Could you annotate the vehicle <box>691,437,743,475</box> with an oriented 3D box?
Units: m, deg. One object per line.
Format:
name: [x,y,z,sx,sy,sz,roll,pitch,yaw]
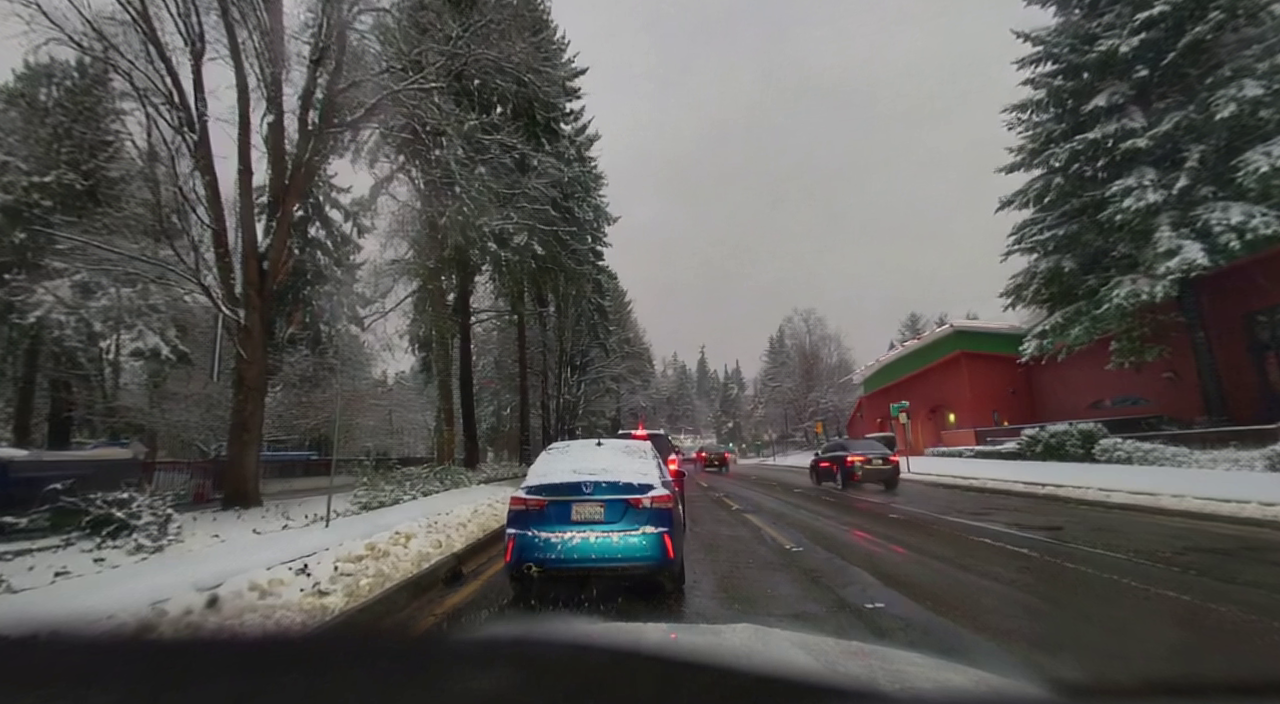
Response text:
vehicle: [4.200,5.774,34.970,2.260,1.928,5.218,0,-9,0]

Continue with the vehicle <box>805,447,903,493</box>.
vehicle: [7.021,3.894,21.060,1.909,1.380,3.905,0,-9,0]

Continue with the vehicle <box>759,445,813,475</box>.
vehicle: [7.952,5.899,34.509,1.887,1.516,4.419,0,-9,0]

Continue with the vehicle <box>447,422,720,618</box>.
vehicle: [-0.444,1.607,6.941,2.111,1.506,4.018,0,-9,0]
